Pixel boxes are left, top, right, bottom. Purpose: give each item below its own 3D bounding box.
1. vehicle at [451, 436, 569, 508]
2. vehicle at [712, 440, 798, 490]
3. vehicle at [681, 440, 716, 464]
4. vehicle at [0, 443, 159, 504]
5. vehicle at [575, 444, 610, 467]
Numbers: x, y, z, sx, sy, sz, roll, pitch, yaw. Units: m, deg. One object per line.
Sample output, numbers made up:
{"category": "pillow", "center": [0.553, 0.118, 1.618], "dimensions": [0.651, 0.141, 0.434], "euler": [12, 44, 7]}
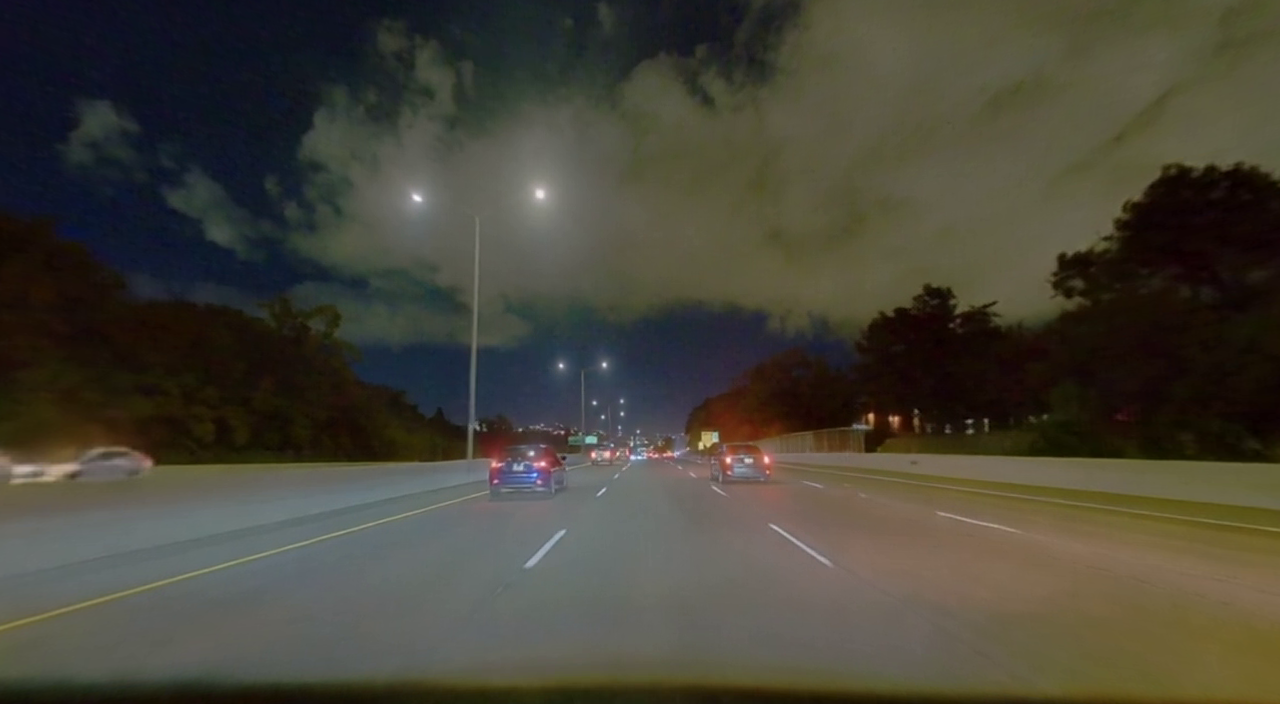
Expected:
{"category": "vehicle", "center": [-3.224, 3.068, 16.777], "dimensions": [1.974, 1.589, 5.047], "euler": [-1, -8, 1]}
{"category": "vehicle", "center": [3.730, 3.739, 21.367], "dimensions": [2.040, 1.461, 4.822], "euler": [-1, -8, 1]}
{"category": "vehicle", "center": [4.427, 7.630, 48.399], "dimensions": [2.144, 1.752, 4.765], "euler": [0, -8, 0]}
{"category": "vehicle", "center": [-23.631, 4.620, 24.518], "dimensions": [2.721, 2.129, 9.070], "euler": [-1, -8, 1]}
{"category": "vehicle", "center": [-3.300, 7.331, 44.995], "dimensions": [2.099, 1.494, 4.504], "euler": [-1, -8, 1]}
